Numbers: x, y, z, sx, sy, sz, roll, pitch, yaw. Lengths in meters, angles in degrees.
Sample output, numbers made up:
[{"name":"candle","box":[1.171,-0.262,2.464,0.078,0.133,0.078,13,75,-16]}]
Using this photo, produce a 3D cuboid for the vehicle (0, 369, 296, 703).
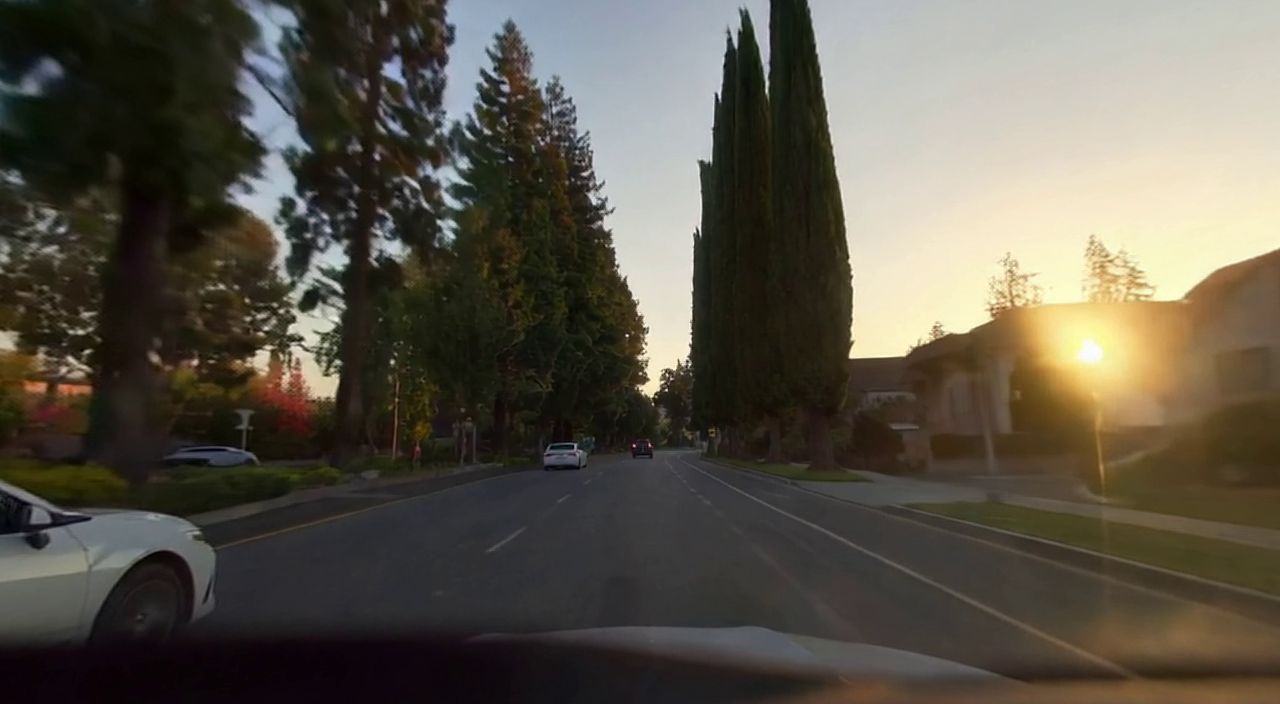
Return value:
[{"name":"vehicle","box":[-3.874,0.807,2.435,2.190,1.545,4.943,0,-8,2]}]

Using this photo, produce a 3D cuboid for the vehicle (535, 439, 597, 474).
[{"name":"vehicle","box":[-3.344,4.805,29.293,2.188,1.473,4.651,0,-8,2]}]

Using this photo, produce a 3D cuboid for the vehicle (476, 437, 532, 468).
[{"name":"vehicle","box":[-7.293,5.441,34.380,2.110,1.529,4.743,0,-8,-1]}]
